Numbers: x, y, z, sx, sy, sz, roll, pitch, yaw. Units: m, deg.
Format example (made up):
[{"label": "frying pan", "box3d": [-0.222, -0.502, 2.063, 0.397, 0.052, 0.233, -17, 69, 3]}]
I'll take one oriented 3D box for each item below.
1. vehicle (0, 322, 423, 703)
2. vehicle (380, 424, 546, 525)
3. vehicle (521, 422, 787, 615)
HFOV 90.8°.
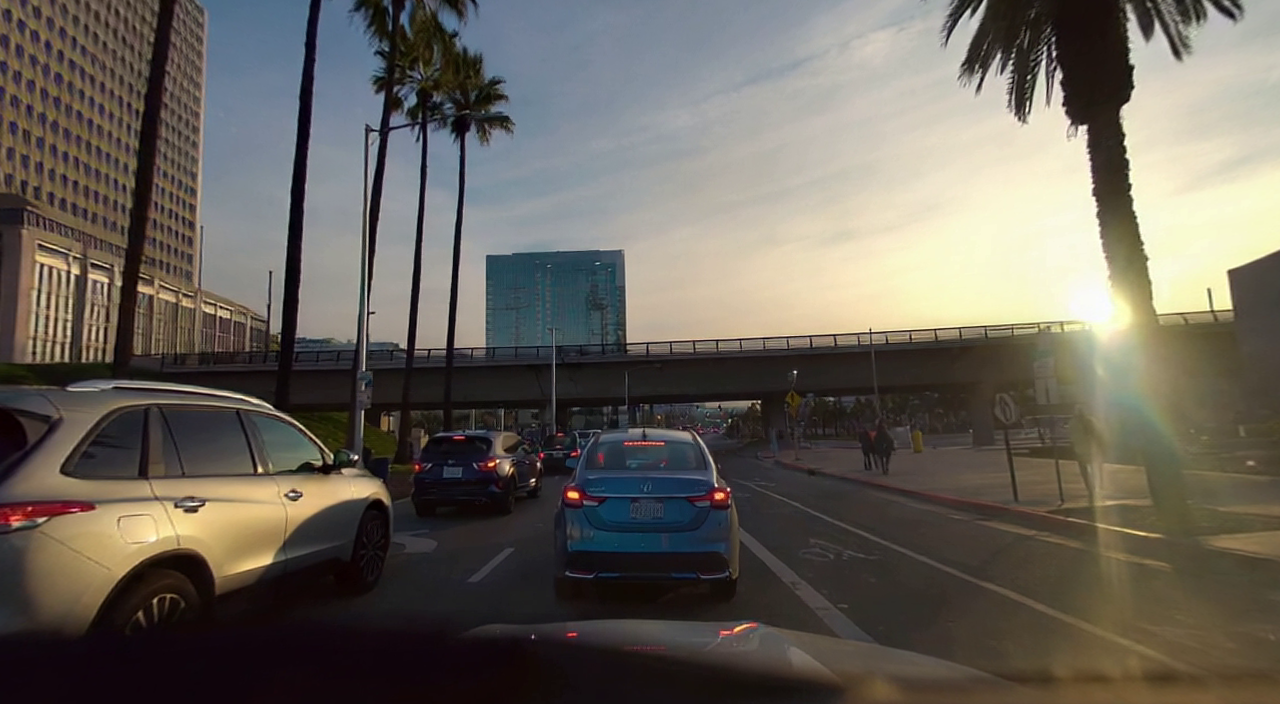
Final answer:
[{"label": "vehicle", "box3d": [-3.261, 1.063, 4.187, 2.014, 1.740, 4.359, 0, -8, 1]}, {"label": "vehicle", "box3d": [-3.198, 2.300, 12.385, 1.955, 1.637, 4.032, 0, -8, 2]}, {"label": "vehicle", "box3d": [0.090, 1.591, 6.989, 2.036, 1.461, 4.129, 0, -8, 0]}]
